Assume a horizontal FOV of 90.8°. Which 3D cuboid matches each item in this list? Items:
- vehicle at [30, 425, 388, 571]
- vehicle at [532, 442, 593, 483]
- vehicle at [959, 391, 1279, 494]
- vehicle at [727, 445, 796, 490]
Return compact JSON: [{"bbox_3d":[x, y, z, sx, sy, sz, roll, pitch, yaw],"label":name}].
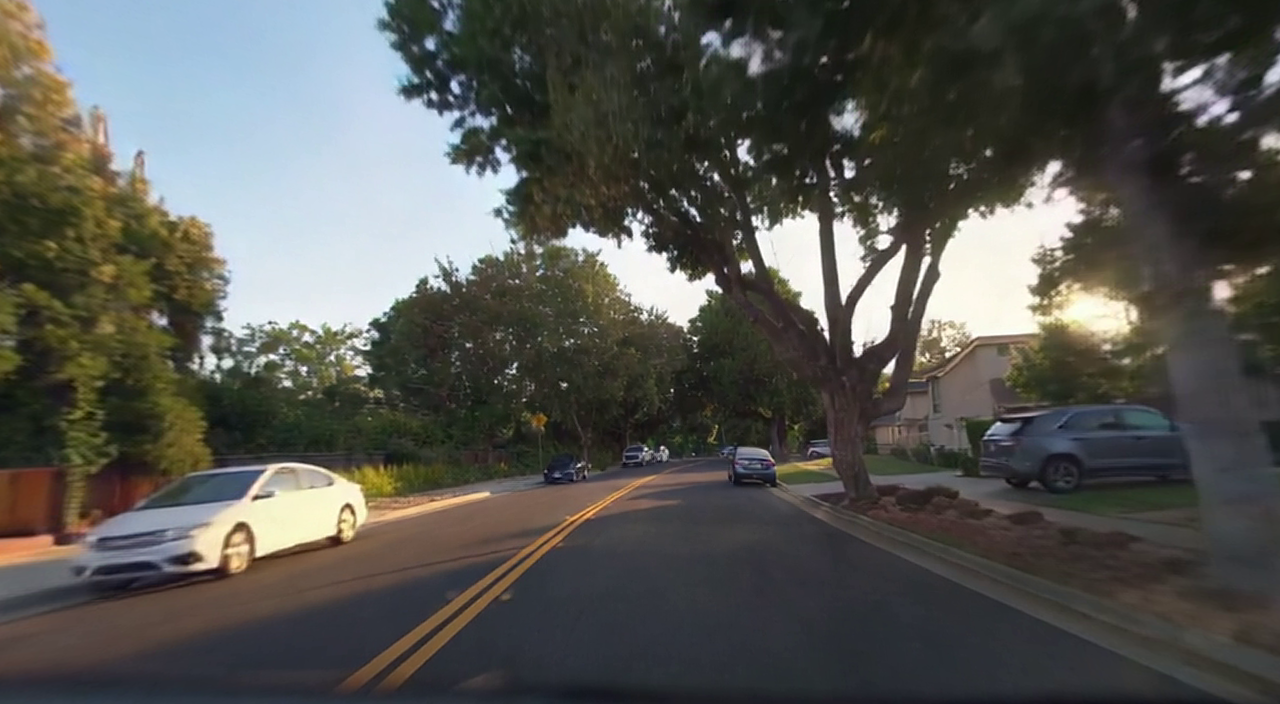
[{"bbox_3d":[-5.641,2.190,9.196,1.972,1.536,4.347,-3,-15,2],"label":"vehicle"},{"bbox_3d":[-3.661,5.432,30.660,2.005,1.557,4.172,-3,-15,6],"label":"vehicle"},{"bbox_3d":[9.725,1.880,13.127,5.009,1.906,2.046,-1,-8,7],"label":"vehicle"},{"bbox_3d":[4.340,4.164,23.123,1.972,1.460,4.137,-1,-8,4],"label":"vehicle"}]
